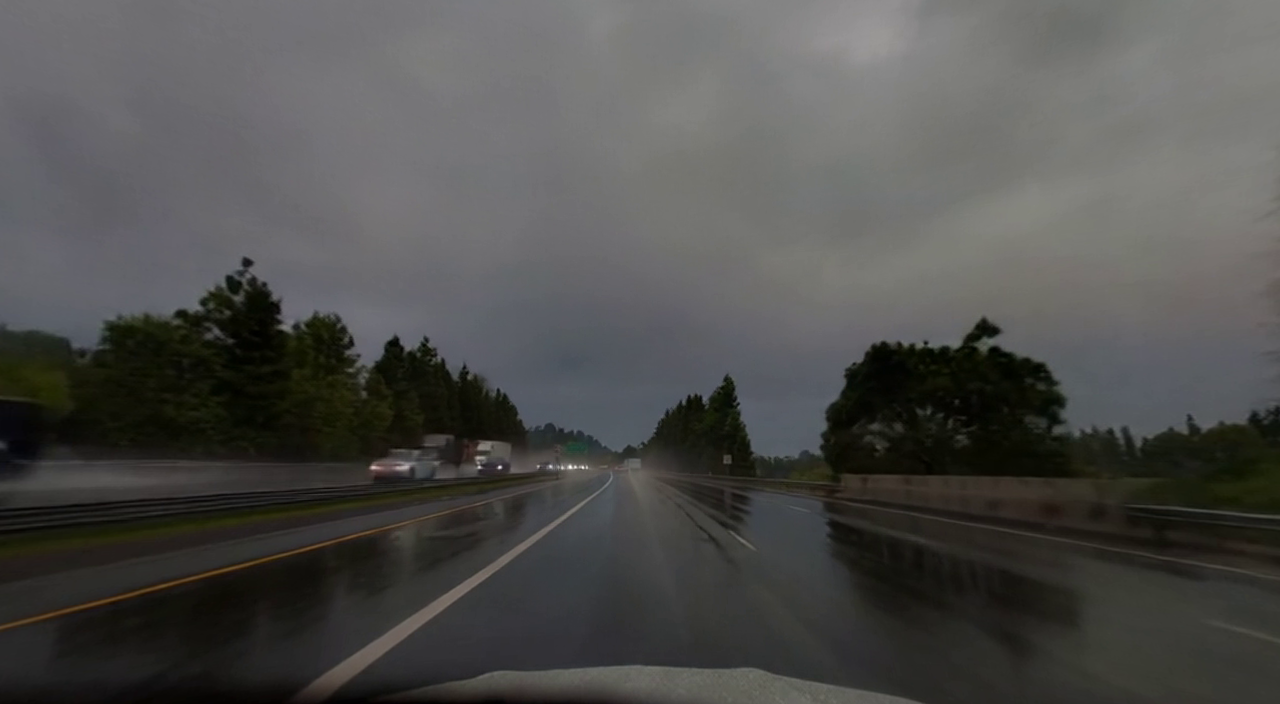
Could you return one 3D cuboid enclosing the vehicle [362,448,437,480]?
[{"bbox_3d":[-12.301,5.812,32.561,1.997,1.514,4.668,1,-10,0],"label":"vehicle"}]
